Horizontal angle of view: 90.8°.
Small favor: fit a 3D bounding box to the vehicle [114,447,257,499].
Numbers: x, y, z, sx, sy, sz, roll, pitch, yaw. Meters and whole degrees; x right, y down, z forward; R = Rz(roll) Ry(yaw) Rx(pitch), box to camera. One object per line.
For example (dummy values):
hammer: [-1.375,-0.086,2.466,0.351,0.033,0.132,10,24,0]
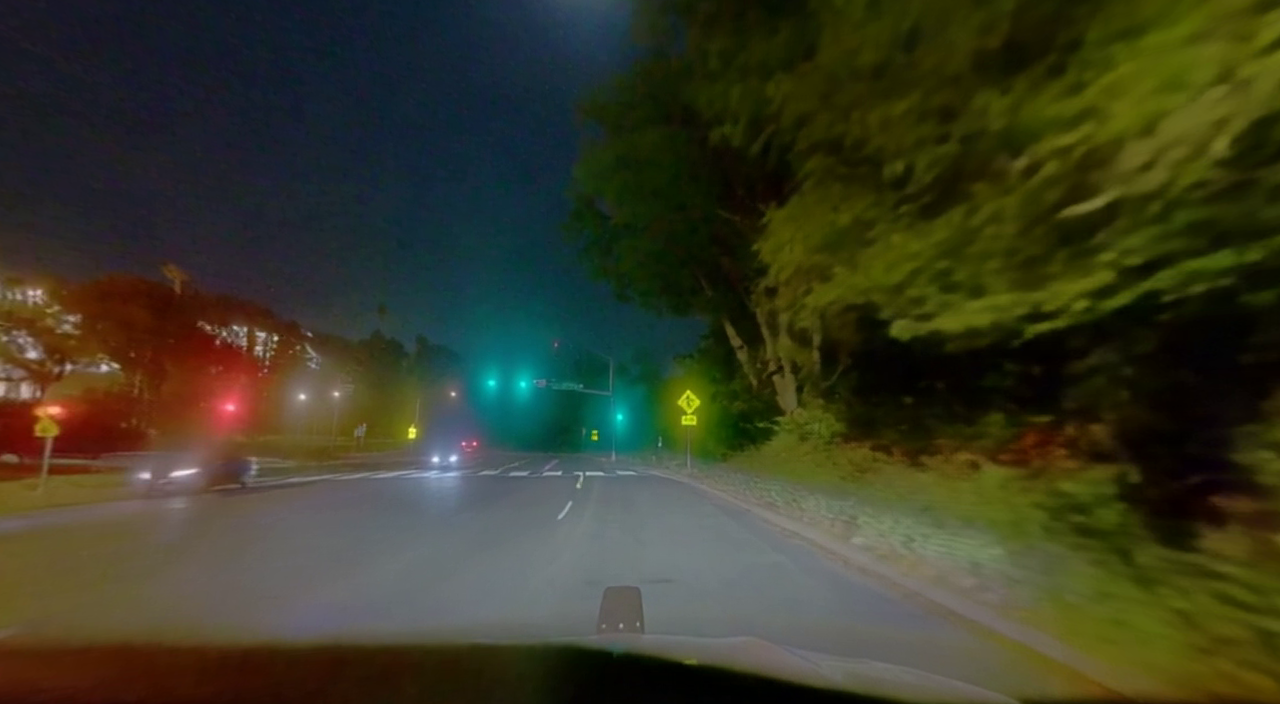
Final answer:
vehicle: [-15.706,4.155,22.181,1.993,1.634,4.268,0,-9,-4]
